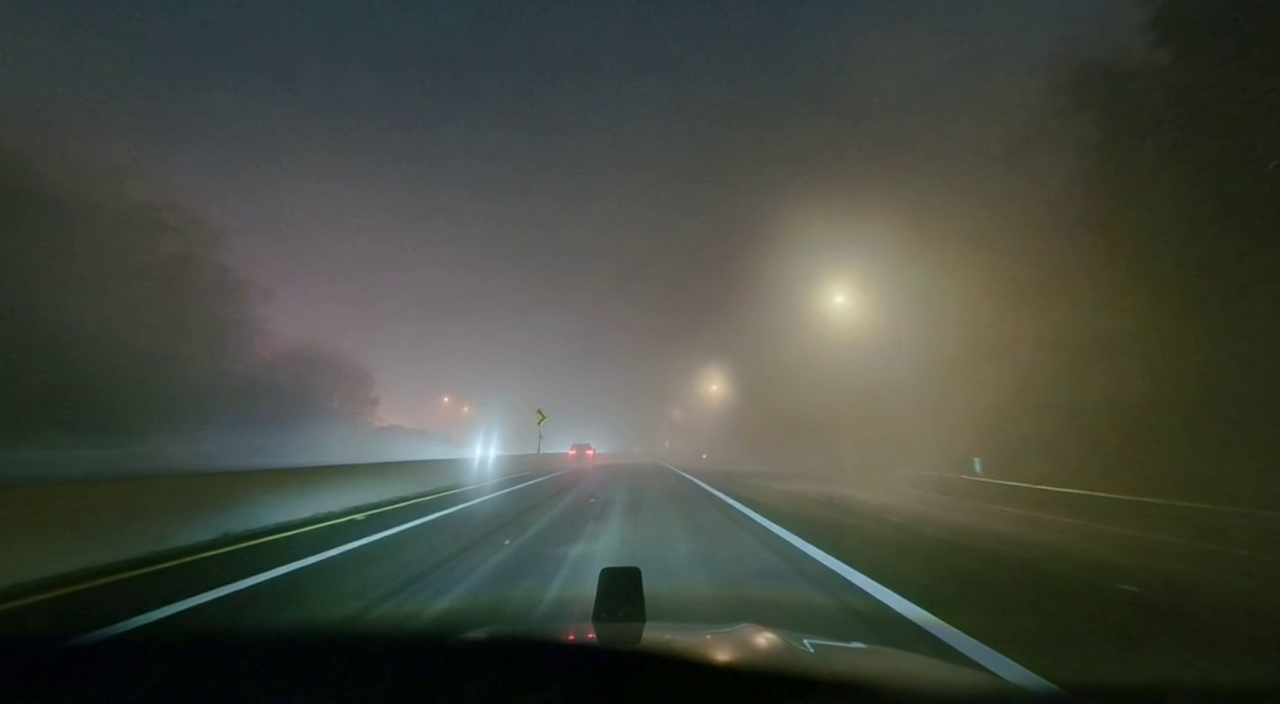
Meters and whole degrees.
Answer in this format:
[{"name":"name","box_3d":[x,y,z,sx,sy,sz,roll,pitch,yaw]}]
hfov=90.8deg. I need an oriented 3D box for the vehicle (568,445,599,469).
[{"name":"vehicle","box_3d":[-3.925,7.344,44.246,1.835,1.531,3.811,0,-9,-1]}]
